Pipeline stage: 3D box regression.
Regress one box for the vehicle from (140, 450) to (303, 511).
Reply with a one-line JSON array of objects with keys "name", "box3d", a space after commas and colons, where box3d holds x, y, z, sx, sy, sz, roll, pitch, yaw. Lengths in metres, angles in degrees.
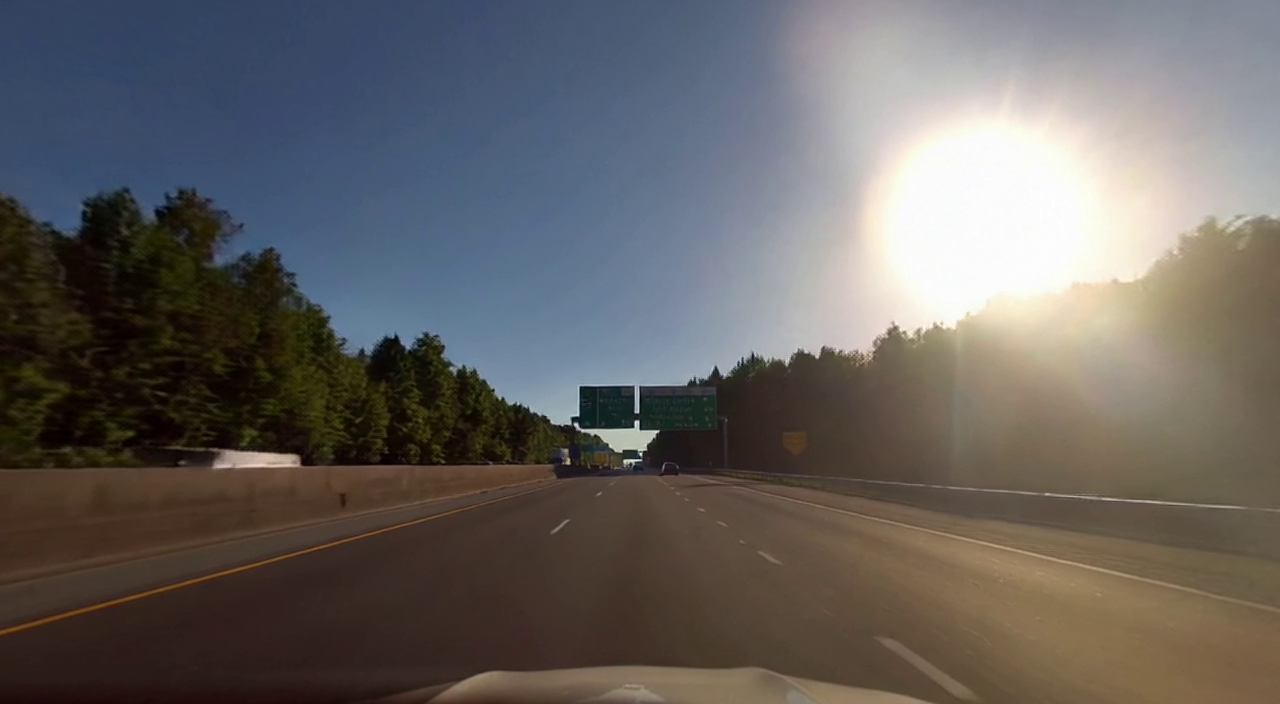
[{"name": "vehicle", "box3d": [-11.476, 3.566, 17.682, 1.811, 1.472, 3.976, 1, -10, 0]}]
